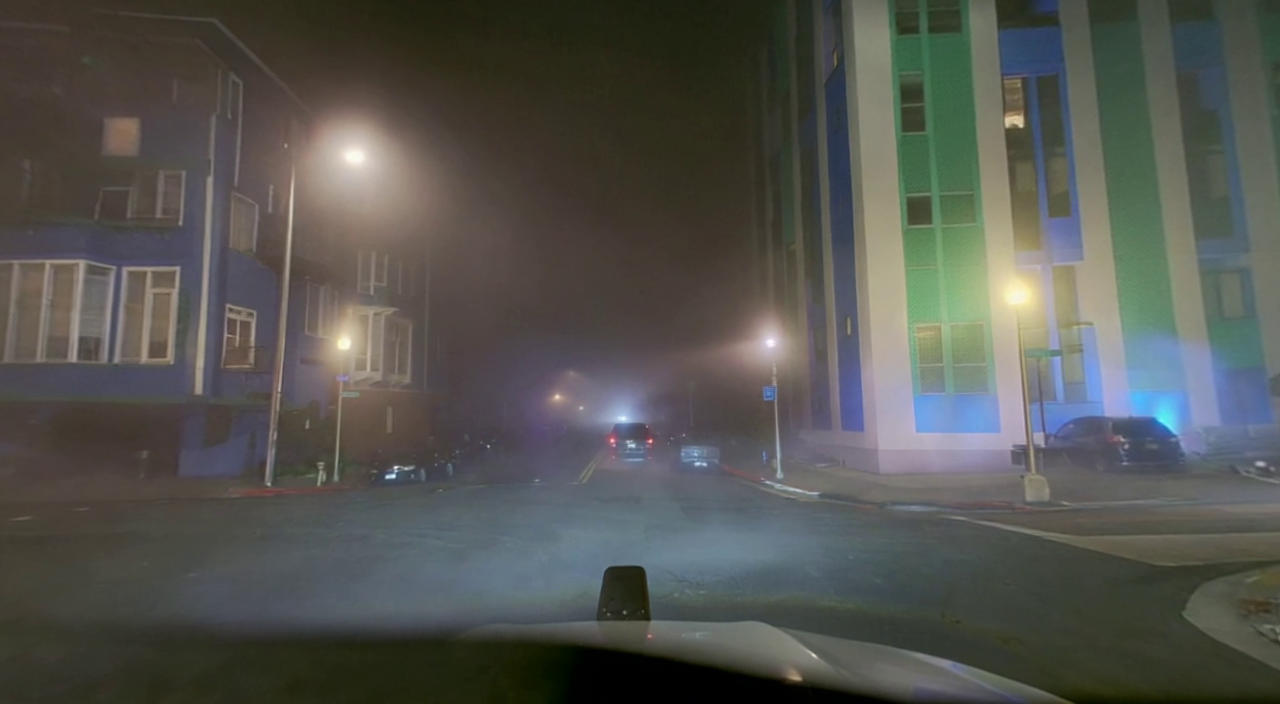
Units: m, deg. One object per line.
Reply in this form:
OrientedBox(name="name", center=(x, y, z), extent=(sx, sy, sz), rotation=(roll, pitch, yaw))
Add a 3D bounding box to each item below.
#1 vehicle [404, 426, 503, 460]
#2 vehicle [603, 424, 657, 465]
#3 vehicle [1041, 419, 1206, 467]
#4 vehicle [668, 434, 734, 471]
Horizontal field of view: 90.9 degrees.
OrientedBox(name="vehicle", center=(-11.462, 5.593, 38.865), extent=(5.540, 1.950, 2.113), rotation=(4, -12, -28))
OrientedBox(name="vehicle", center=(-0.544, 4.484, 30.522), extent=(2.412, 1.834, 4.636), rotation=(0, -8, -2))
OrientedBox(name="vehicle", center=(15.333, 2.919, 20.146), extent=(3.752, 1.453, 1.709), rotation=(0, -9, 2))
OrientedBox(name="vehicle", center=(2.505, 4.300, 27.082), extent=(2.290, 1.456, 4.503), rotation=(0, -9, -1))
